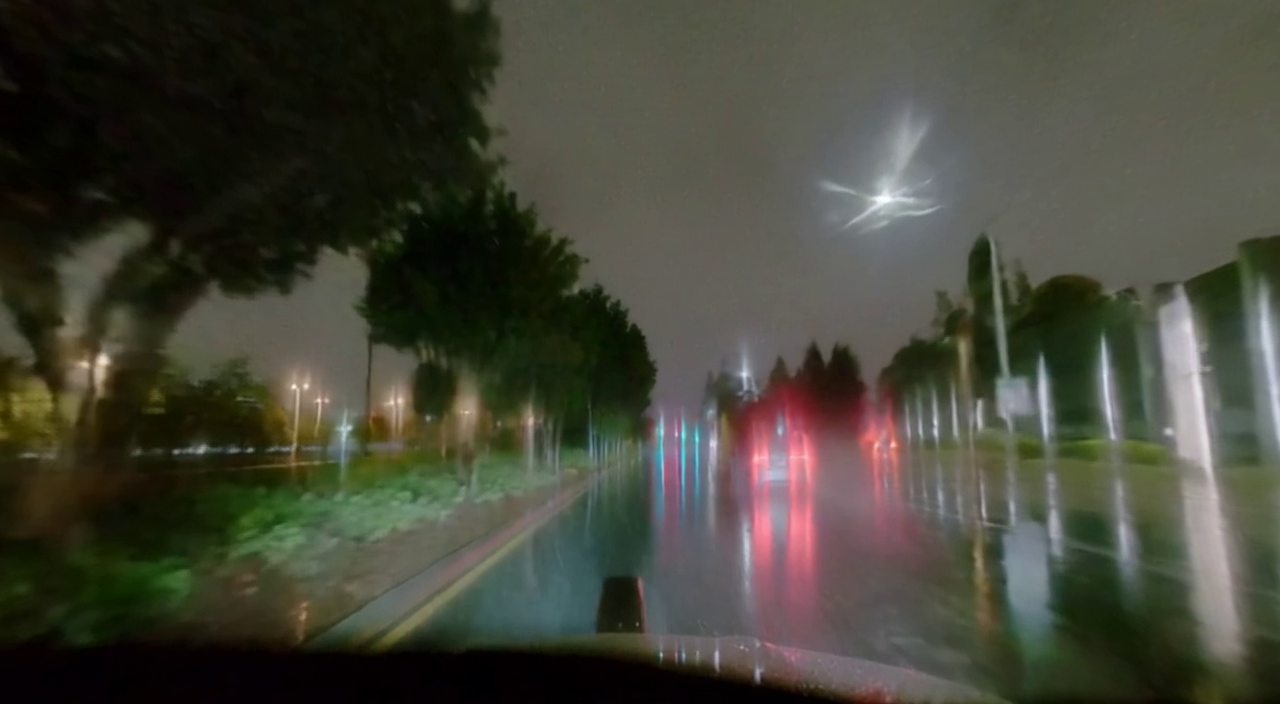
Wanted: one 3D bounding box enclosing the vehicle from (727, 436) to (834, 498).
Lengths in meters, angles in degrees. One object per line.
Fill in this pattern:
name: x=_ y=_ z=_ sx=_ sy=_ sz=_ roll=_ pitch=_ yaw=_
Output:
vehicle: x=3.722 y=3.123 z=17.615 sx=1.928 sy=1.481 sz=4.453 roll=0 pitch=-8 yaw=0
